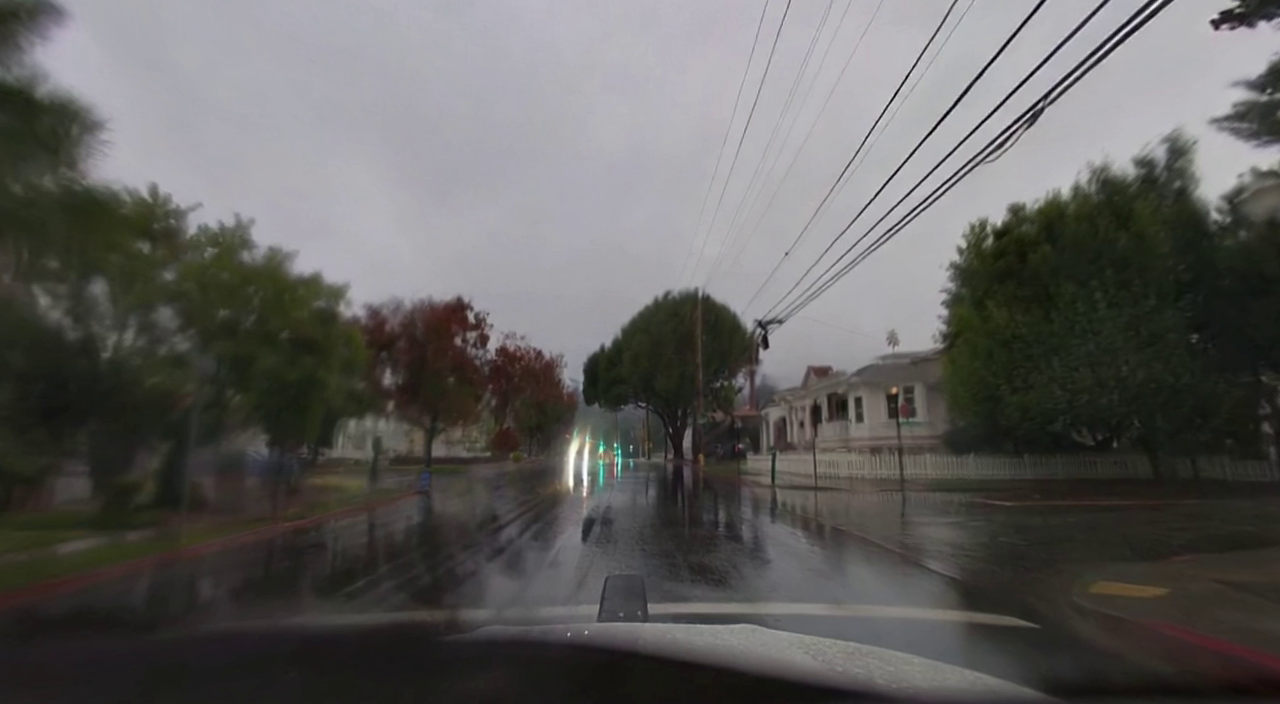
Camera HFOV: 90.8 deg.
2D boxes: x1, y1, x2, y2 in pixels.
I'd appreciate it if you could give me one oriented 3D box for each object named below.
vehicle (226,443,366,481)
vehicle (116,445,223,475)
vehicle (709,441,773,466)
[{"bbox_3d":[-14.499,4.647,26.822,4.751,1.459,1.996,-1,-8,0],"label":"vehicle"},{"bbox_3d":[-25.706,5.888,34.605,4.338,1.496,1.857,0,-5,-1],"label":"vehicle"},{"bbox_3d":[7.539,7.640,47.614,4.412,1.565,1.957,-3,-9,0],"label":"vehicle"}]
